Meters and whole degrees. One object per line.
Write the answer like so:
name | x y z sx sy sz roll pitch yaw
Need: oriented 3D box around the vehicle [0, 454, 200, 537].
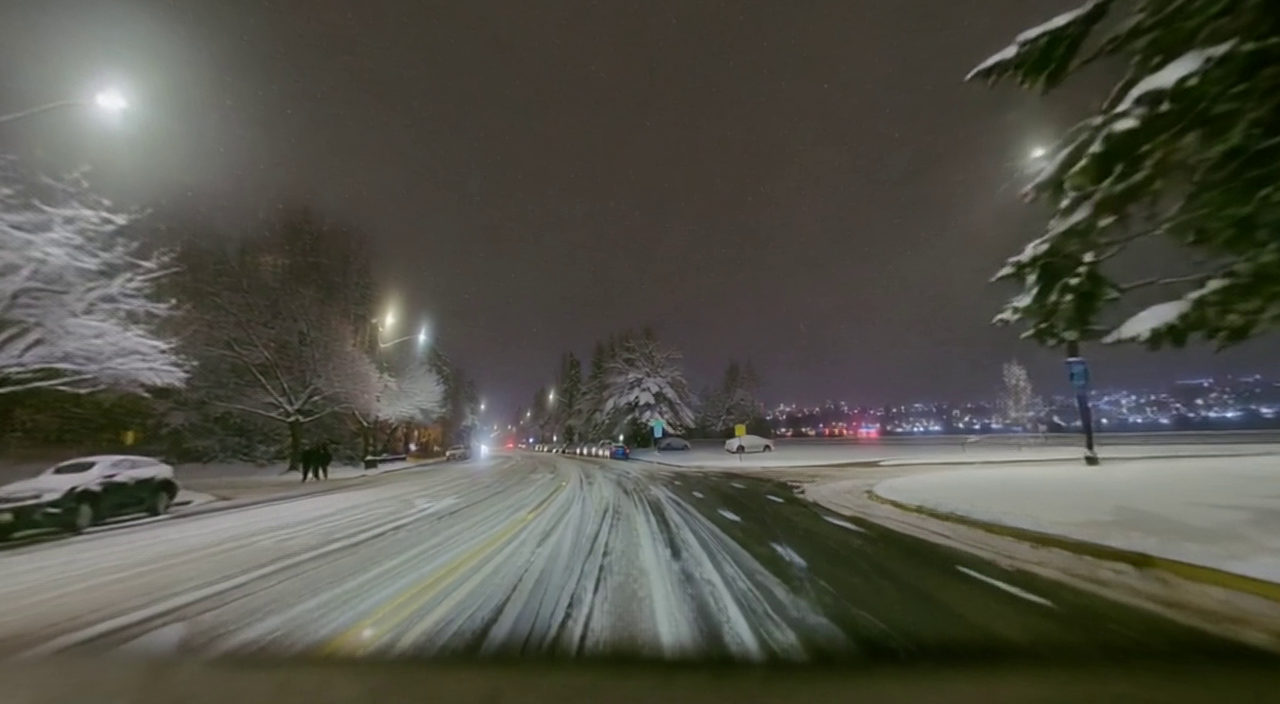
vehicle | -13.552 3.455 15.783 2.090 1.680 4.434 -3 -9 -3
